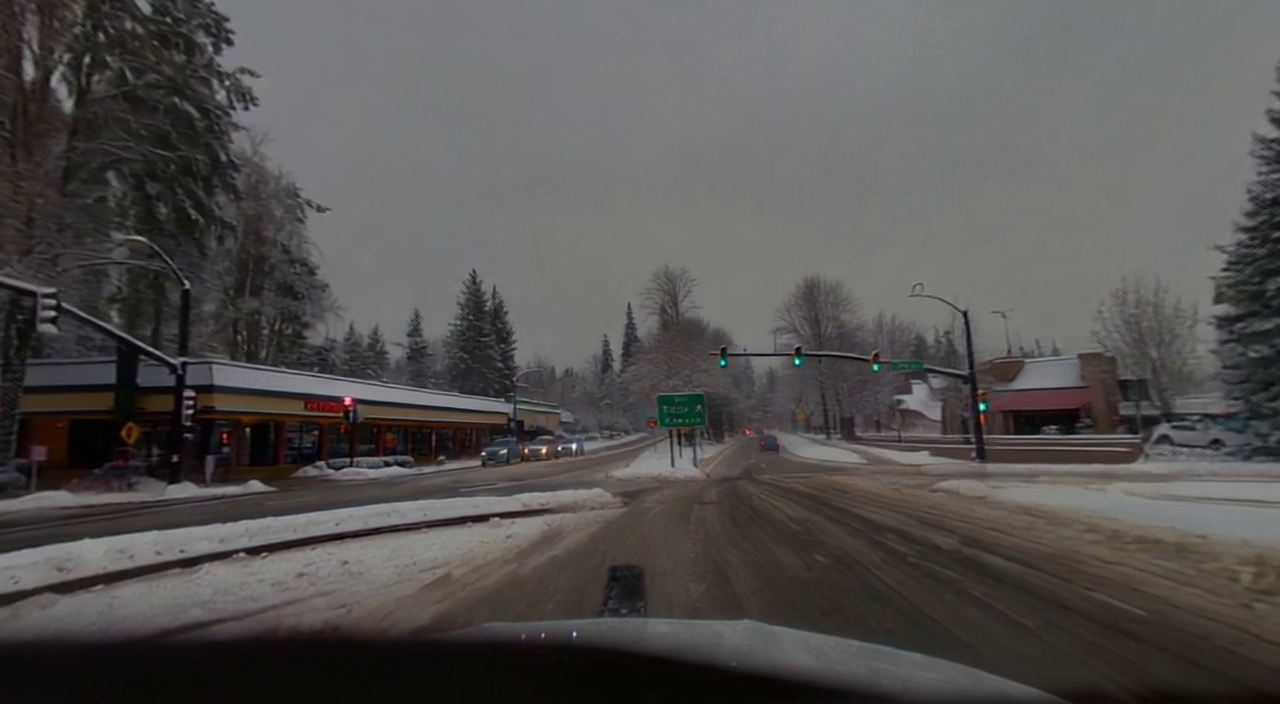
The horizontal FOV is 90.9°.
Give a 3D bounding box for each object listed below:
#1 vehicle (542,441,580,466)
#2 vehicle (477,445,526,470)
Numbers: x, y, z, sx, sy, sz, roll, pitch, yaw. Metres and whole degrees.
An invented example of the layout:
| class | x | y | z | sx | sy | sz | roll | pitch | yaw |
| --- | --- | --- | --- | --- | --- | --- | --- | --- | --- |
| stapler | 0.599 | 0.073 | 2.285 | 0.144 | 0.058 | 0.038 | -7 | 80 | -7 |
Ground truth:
| class | x | y | z | sx | sy | sz | roll | pitch | yaw |
| --- | --- | --- | --- | --- | --- | --- | --- | --- | --- |
| vehicle | -5.189 | 6.762 | 42.066 | 1.920 | 1.546 | 4.086 | 0 | -9 | 2 |
| vehicle | -8.952 | 6.845 | 41.163 | 2.111 | 1.499 | 4.371 | 0 | -9 | 1 |
